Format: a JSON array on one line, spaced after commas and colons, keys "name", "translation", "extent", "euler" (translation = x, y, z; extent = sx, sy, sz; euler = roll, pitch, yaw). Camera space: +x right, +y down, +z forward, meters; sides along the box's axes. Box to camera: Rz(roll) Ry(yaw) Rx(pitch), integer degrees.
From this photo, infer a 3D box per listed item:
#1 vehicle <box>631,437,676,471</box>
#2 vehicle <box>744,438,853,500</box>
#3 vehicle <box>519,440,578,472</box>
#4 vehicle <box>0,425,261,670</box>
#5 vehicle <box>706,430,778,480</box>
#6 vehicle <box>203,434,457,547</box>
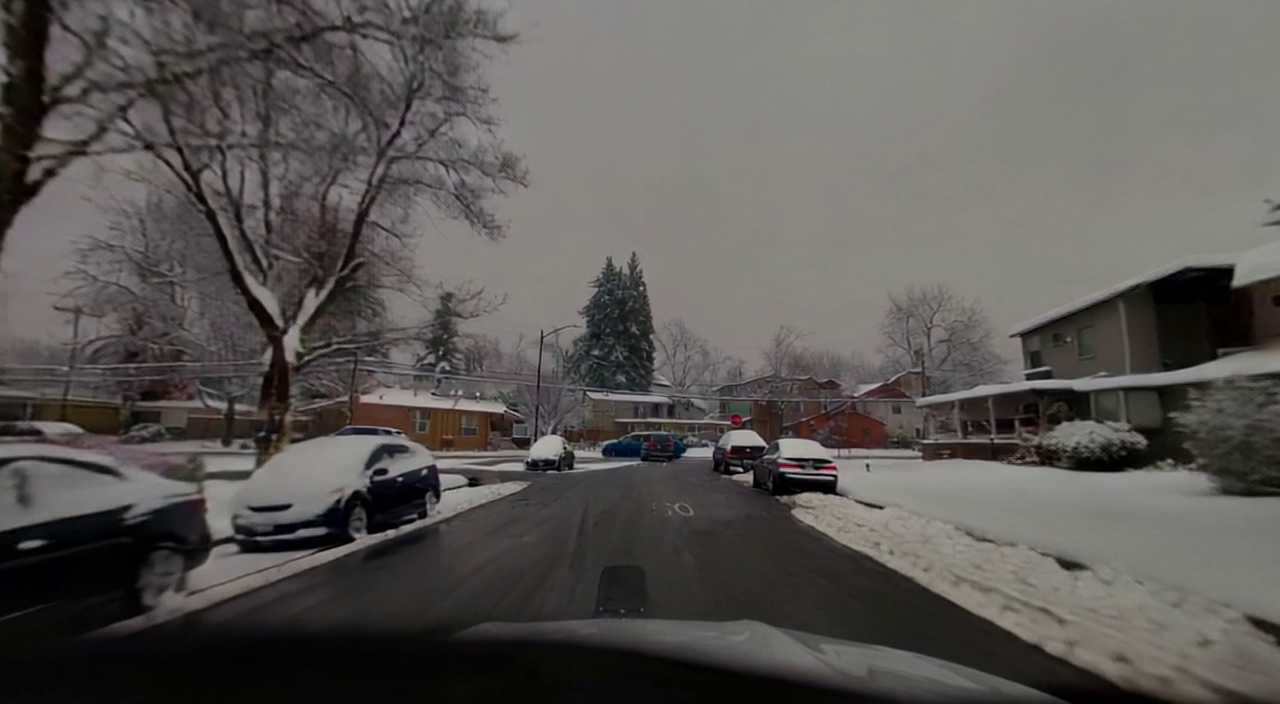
[{"name": "vehicle", "translation": [0.619, 4.936, 30.505], "extent": [2.010, 1.499, 4.107], "euler": [0, -9, 0]}, {"name": "vehicle", "translation": [4.229, 3.181, 17.510], "extent": [1.876, 1.477, 4.324], "euler": [0, -8, 0]}, {"name": "vehicle", "translation": [-4.394, 5.080, 30.818], "extent": [1.999, 1.441, 4.628], "euler": [-1, -8, 3]}, {"name": "vehicle", "translation": [-4.890, 1.257, 4.183], "extent": [1.876, 1.500, 4.361], "euler": [-1, -8, 2]}, {"name": "vehicle", "translation": [4.017, 4.118, 25.368], "extent": [2.144, 1.751, 4.472], "euler": [2, -8, 0]}, {"name": "vehicle", "translation": [-4.841, 2.199, 10.763], "extent": [1.909, 1.492, 4.615], "euler": [0, -8, 1]}]
